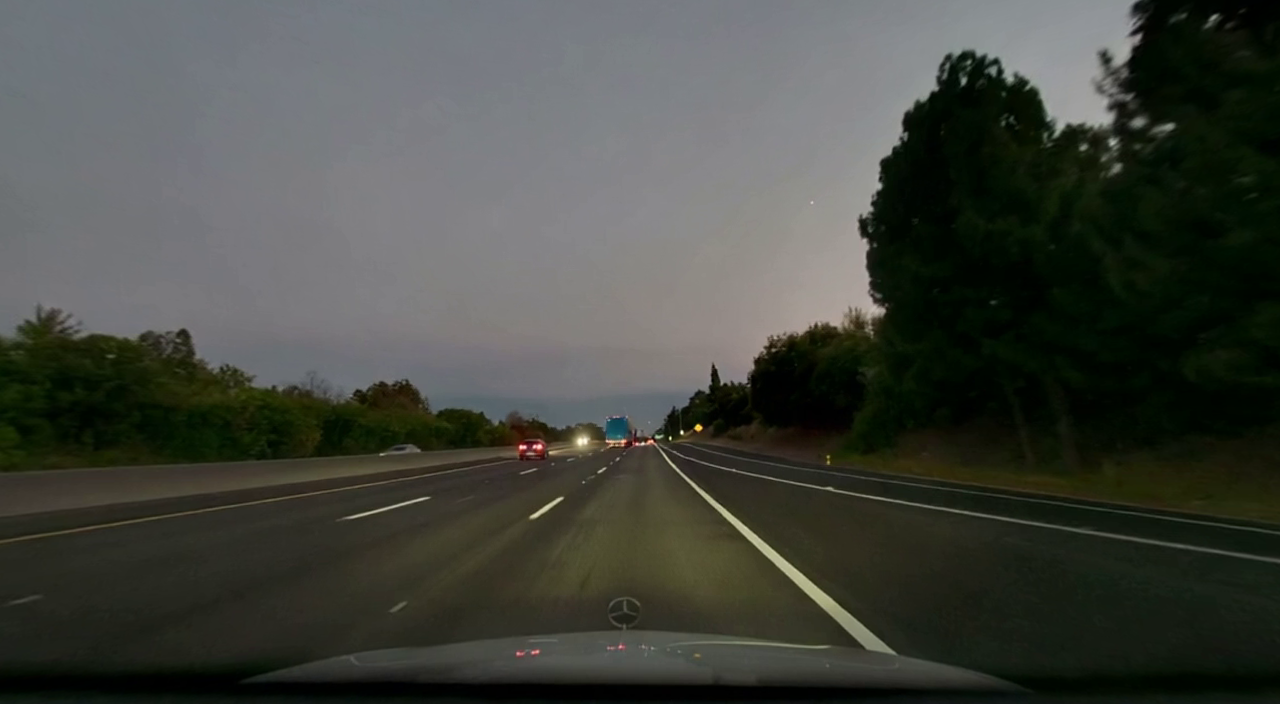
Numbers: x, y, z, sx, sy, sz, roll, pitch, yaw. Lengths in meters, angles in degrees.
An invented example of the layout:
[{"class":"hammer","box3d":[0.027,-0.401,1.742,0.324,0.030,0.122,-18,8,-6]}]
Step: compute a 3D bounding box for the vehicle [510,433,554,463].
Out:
[{"class":"vehicle","box3d":[-7.082,6.353,41.857,2.043,1.828,4.436,0,-8,2]}]
